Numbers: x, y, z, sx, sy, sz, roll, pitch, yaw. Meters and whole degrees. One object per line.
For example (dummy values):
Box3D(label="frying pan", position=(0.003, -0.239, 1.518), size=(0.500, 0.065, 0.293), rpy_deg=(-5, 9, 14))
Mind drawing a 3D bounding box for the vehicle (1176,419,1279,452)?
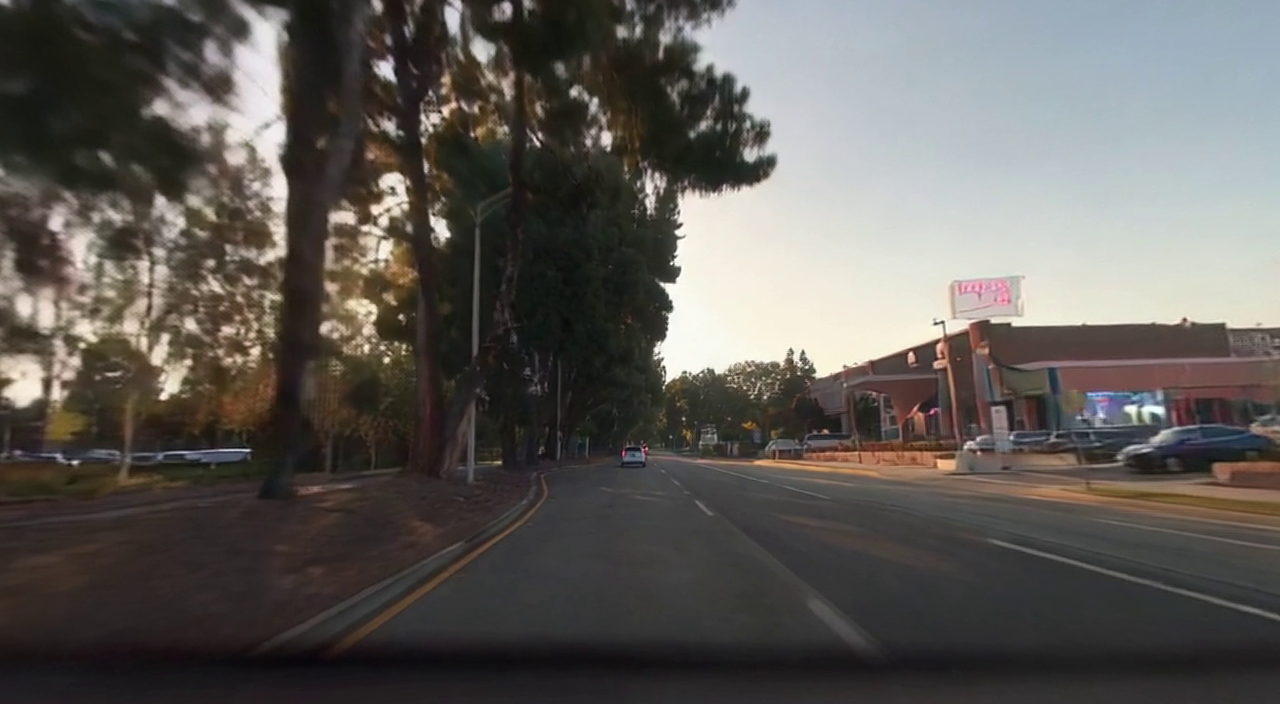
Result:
Box3D(label="vehicle", position=(33.296, 4.686, 35.329), size=(4.514, 1.776, 2.137), rpy_deg=(-1, -8, 1))

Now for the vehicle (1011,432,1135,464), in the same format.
Box3D(label="vehicle", position=(20.640, 4.586, 30.264), size=(4.396, 1.450, 1.956), rpy_deg=(-1, -8, 4))

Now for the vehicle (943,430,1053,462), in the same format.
Box3D(label="vehicle", position=(19.843, 5.250, 35.189), size=(4.758, 1.677, 2.154), rpy_deg=(-1, -8, 1))
